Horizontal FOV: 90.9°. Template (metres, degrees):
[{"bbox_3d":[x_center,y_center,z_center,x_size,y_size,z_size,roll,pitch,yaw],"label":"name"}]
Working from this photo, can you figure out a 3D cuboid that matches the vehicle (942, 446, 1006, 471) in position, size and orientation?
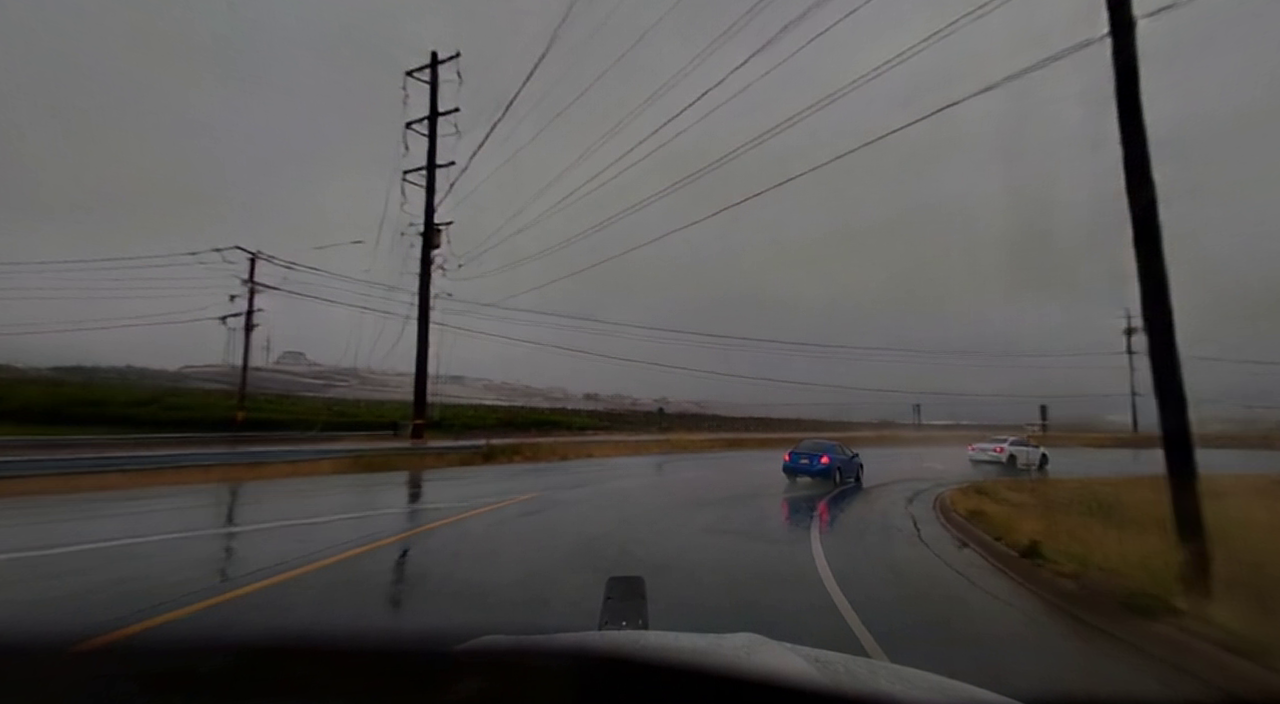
[{"bbox_3d":[21.200,6.693,39.953,4.307,1.465,1.836,6,-10,-36],"label":"vehicle"}]

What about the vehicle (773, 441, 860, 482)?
[{"bbox_3d":[6.776,4.090,23.915,2.026,1.407,4.374,-5,-10,31],"label":"vehicle"}]

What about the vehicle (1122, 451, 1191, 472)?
[{"bbox_3d":[39.154,8.285,47.843,4.102,1.552,1.931,2,-9,-15],"label":"vehicle"}]
